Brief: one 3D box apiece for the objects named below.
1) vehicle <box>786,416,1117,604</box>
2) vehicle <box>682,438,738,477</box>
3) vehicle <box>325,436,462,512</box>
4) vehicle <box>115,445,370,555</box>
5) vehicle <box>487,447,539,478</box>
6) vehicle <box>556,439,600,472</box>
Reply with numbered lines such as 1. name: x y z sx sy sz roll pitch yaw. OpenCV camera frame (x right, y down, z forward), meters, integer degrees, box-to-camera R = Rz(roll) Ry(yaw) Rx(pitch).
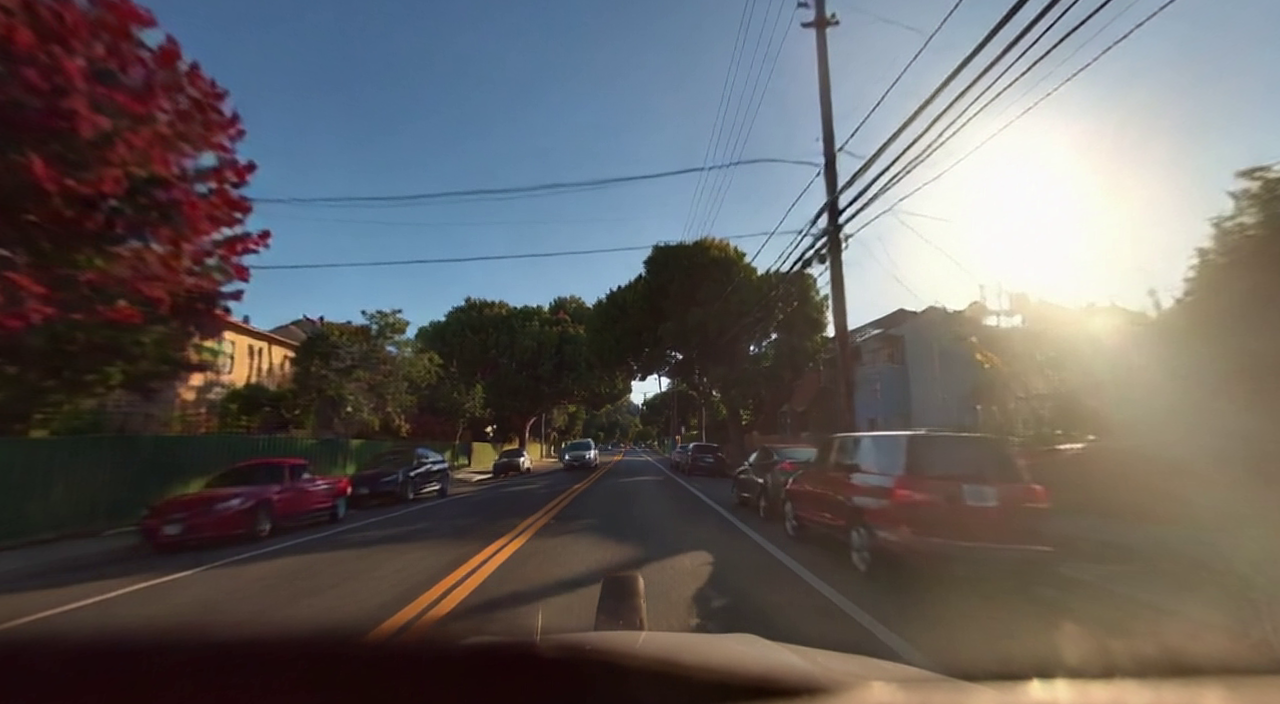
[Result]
1. vehicle: 3.208 1.697 7.676 1.826 1.614 4.241 0 -9 0
2. vehicle: 3.296 5.106 30.781 2.031 1.762 4.749 0 -9 -2
3. vehicle: -6.744 3.321 17.957 2.014 1.817 4.639 -1 -8 0
4. vehicle: -6.701 2.473 11.403 1.866 1.487 4.416 -1 -8 -2
5. vehicle: -6.967 6.067 35.028 1.843 1.589 4.416 0 -9 1
6. vehicle: -3.696 6.290 38.526 2.210 1.838 4.854 0 -9 0
